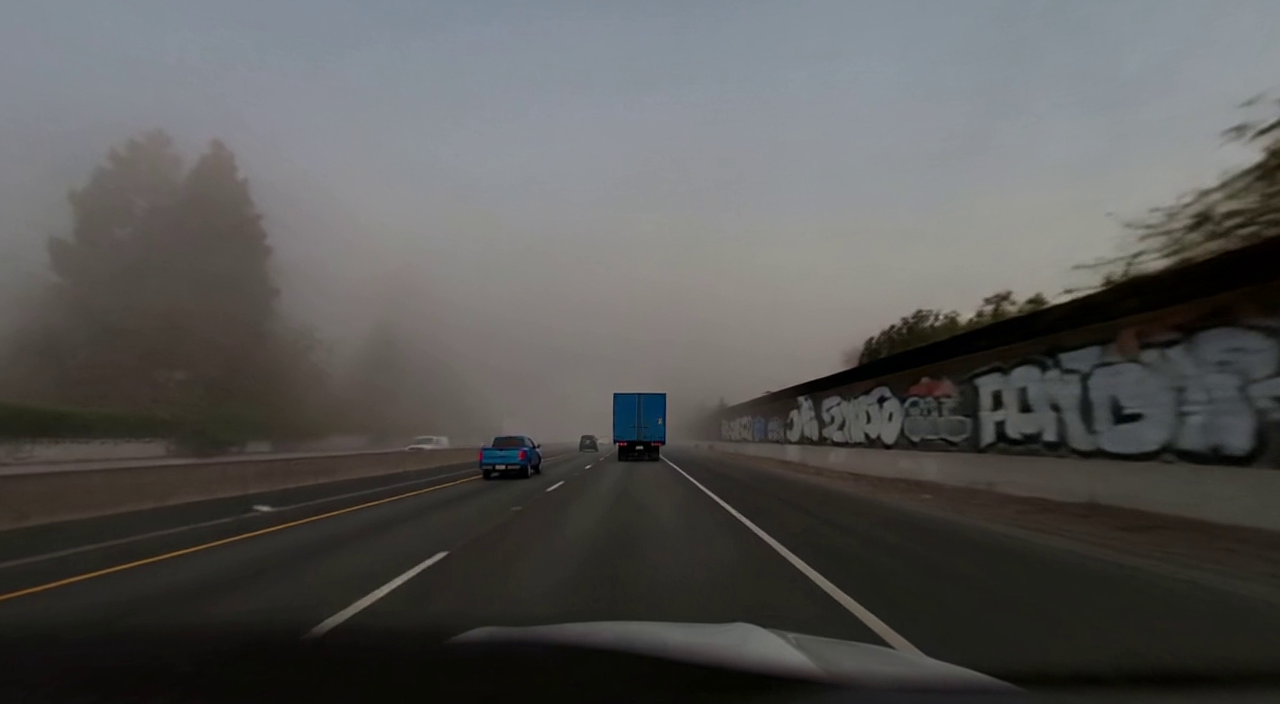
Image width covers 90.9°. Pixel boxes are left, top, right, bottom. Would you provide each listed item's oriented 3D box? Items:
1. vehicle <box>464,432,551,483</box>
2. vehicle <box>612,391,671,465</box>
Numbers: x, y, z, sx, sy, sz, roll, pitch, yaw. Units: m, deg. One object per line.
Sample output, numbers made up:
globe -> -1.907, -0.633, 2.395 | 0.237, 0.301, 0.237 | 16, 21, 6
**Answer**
vehicle -> -4.343, 3.513, 21.414 | 1.948, 1.526, 4.525 | 0, -8, 0
vehicle -> 0.005, 4.421, 36.003 | 2.927, 3.649, 9.443 | 0, -8, -1
